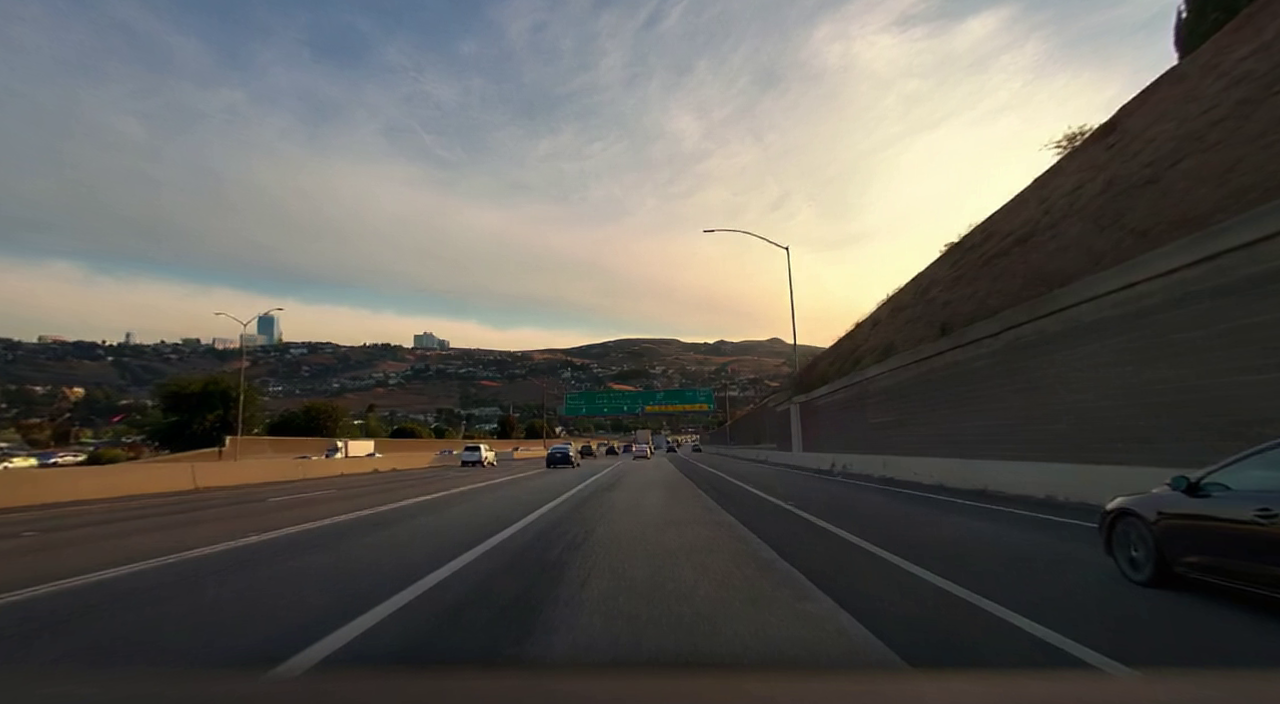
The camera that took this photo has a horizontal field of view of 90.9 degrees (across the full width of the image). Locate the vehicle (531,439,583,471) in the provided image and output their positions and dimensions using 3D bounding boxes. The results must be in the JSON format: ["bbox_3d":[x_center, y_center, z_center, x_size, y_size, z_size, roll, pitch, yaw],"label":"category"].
[{"bbox_3d":[-5.079,6.395,39.423,2.172,1.824,5.031,-1,-8,5],"label":"vehicle"}]

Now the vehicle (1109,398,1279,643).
[{"bbox_3d":[5.358,1.028,3.517,2.122,1.646,4.491,-1,-8,2],"label":"vehicle"}]

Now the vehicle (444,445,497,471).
[{"bbox_3d":[-10.828,6.773,40.564,2.015,1.506,4.386,-1,-8,2],"label":"vehicle"}]
